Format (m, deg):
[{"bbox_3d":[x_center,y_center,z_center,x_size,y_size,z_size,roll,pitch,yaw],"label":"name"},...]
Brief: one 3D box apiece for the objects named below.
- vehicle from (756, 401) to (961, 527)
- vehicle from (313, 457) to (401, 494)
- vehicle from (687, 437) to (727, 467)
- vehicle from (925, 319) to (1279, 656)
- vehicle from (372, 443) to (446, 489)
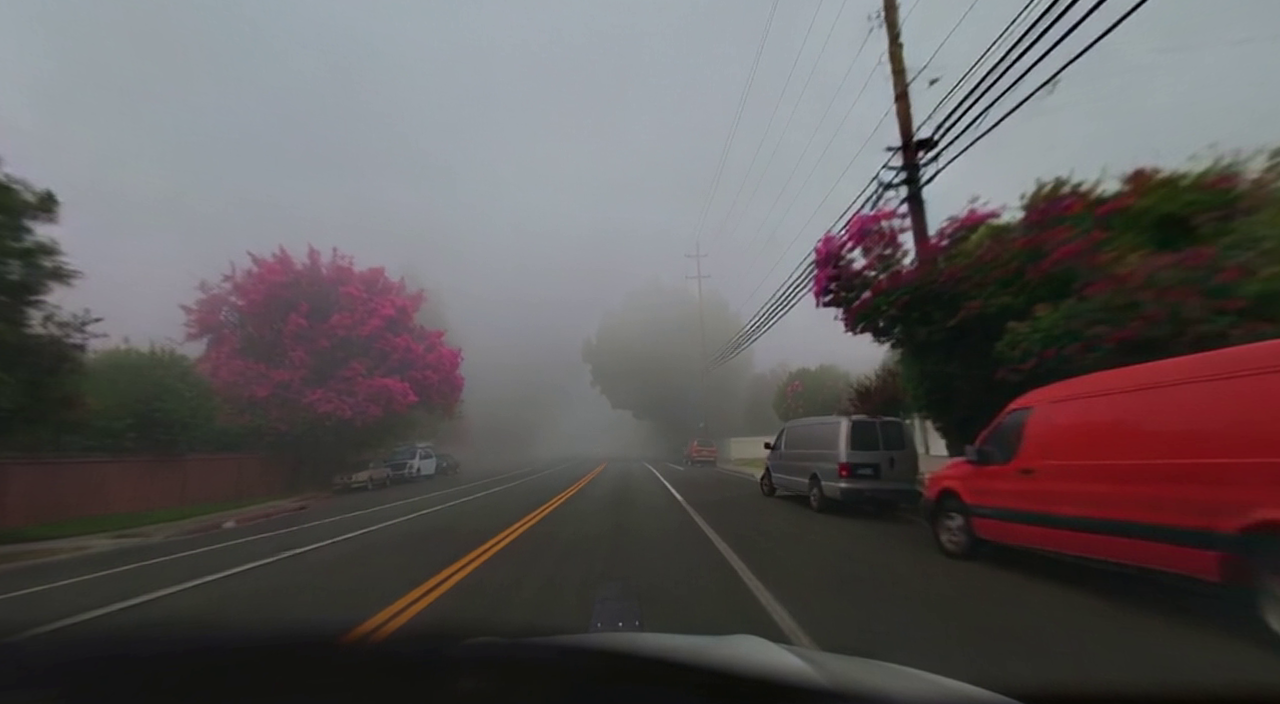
[{"bbox_3d":[4.552,2.539,14.901,2.578,2.248,7.011,-1,-9,2],"label":"vehicle"},{"bbox_3d":[-13.544,5.900,30.590,2.041,1.573,4.575,0,-9,1],"label":"vehicle"},{"bbox_3d":[4.741,7.135,45.311,2.238,1.995,5.491,0,-9,0],"label":"vehicle"},{"bbox_3d":[5.246,1.110,5.620,2.335,2.193,5.656,1,-9,-5],"label":"vehicle"},{"bbox_3d":[-13.529,6.644,37.413,2.331,2.265,5.888,-2,-7,-1],"label":"vehicle"}]
